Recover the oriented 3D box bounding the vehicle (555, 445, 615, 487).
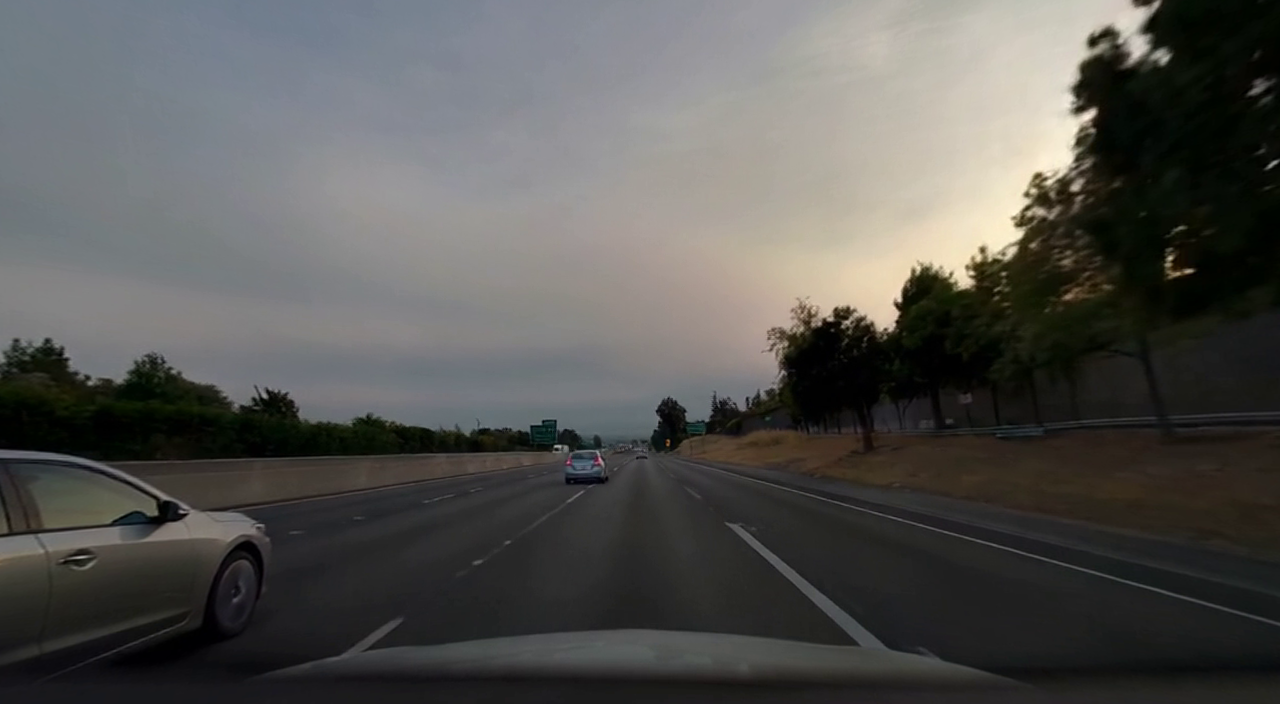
[{"bbox_3d":[-2.076,4.485,25.012,1.908,1.515,3.871,0,-9,2],"label":"vehicle"}]
